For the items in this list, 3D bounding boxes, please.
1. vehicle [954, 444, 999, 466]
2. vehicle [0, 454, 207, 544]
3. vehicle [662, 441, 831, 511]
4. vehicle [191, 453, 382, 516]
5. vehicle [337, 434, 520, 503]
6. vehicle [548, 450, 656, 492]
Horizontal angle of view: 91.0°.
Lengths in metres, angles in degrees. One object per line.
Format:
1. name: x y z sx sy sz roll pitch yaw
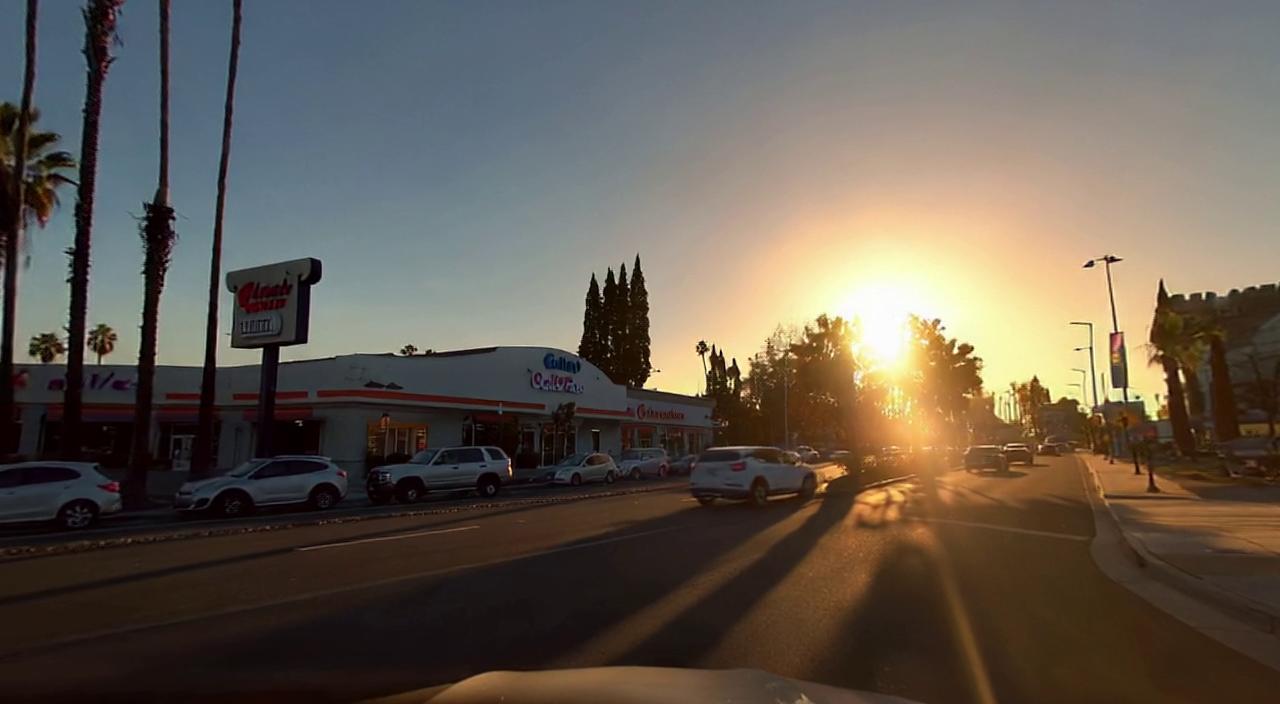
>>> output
1. vehicle: 24.431 7.399 45.572 2.035 1.485 4.849 -6 -11 37
2. vehicle: -11.423 2.736 12.006 1.854 1.482 4.756 -6 -11 37
3. vehicle: 2.967 3.137 16.599 2.232 1.513 5.090 -6 -11 37
4. vehicle: -10.559 3.901 19.143 1.900 1.615 4.573 -6 -11 37
5. vehicle: -6.161 3.597 19.010 1.989 1.792 4.884 -9 -15 36
6. vehicle: -1.404 4.647 25.003 1.837 1.468 4.389 -6 -11 37
